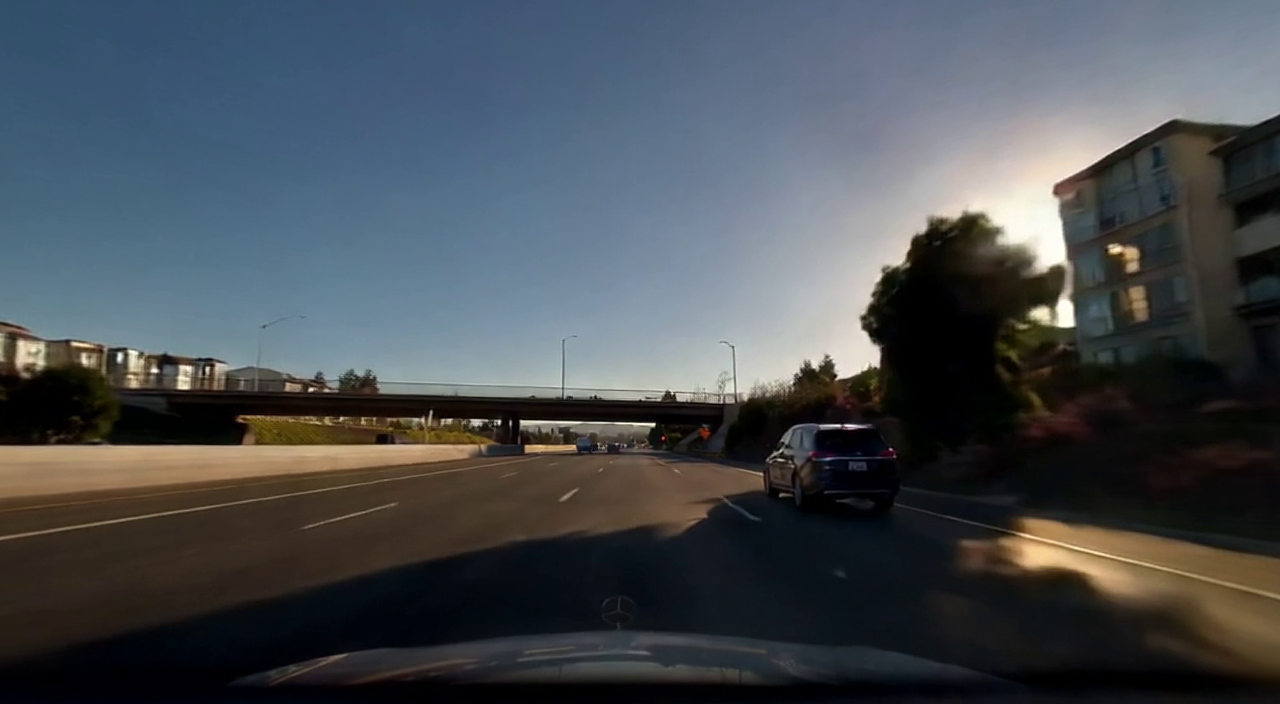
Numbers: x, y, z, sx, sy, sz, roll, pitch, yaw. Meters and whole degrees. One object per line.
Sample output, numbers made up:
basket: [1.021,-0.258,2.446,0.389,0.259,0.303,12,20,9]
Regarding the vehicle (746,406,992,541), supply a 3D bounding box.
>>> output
vehicle: [3.452,1.979,10.913,2.212,1.753,5.064,0,-9,-2]
